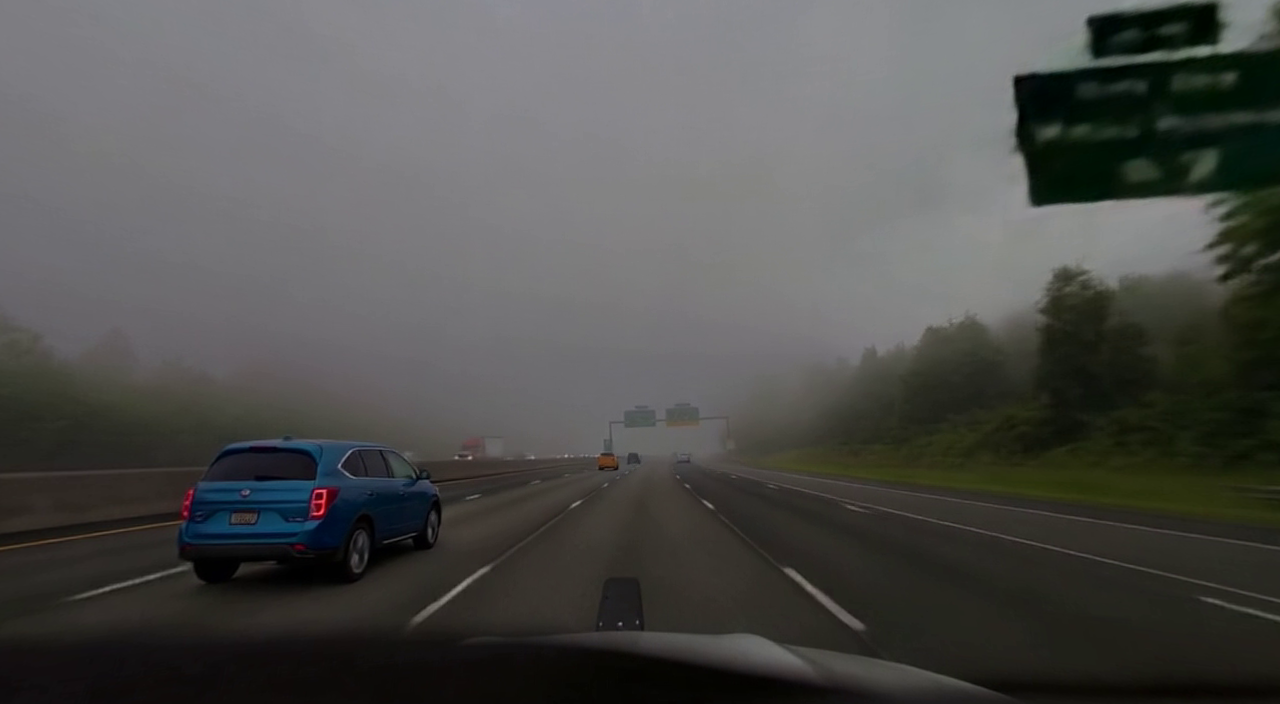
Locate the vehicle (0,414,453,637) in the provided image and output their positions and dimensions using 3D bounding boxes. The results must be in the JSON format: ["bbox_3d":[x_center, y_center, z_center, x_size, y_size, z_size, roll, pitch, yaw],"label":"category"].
[{"bbox_3d":[-3.698,1.594,6.786,2.016,1.623,4.126,0,-9,1],"label":"vehicle"}]
